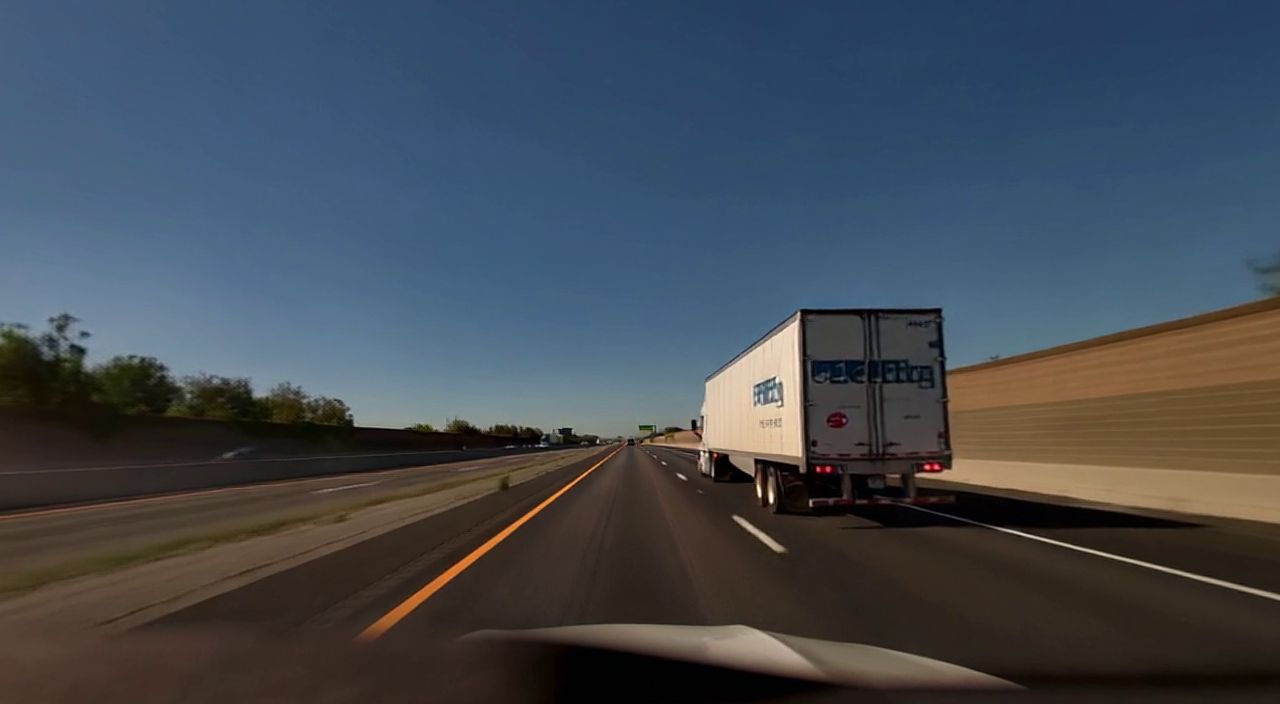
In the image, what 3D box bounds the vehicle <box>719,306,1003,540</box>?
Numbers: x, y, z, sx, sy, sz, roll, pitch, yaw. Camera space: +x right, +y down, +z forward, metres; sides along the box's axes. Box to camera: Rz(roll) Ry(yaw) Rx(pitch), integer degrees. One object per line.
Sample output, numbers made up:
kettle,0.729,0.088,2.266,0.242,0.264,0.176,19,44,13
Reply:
vehicle,3.462,1.435,12.263,2.702,3.193,7.196,0,-8,-1
